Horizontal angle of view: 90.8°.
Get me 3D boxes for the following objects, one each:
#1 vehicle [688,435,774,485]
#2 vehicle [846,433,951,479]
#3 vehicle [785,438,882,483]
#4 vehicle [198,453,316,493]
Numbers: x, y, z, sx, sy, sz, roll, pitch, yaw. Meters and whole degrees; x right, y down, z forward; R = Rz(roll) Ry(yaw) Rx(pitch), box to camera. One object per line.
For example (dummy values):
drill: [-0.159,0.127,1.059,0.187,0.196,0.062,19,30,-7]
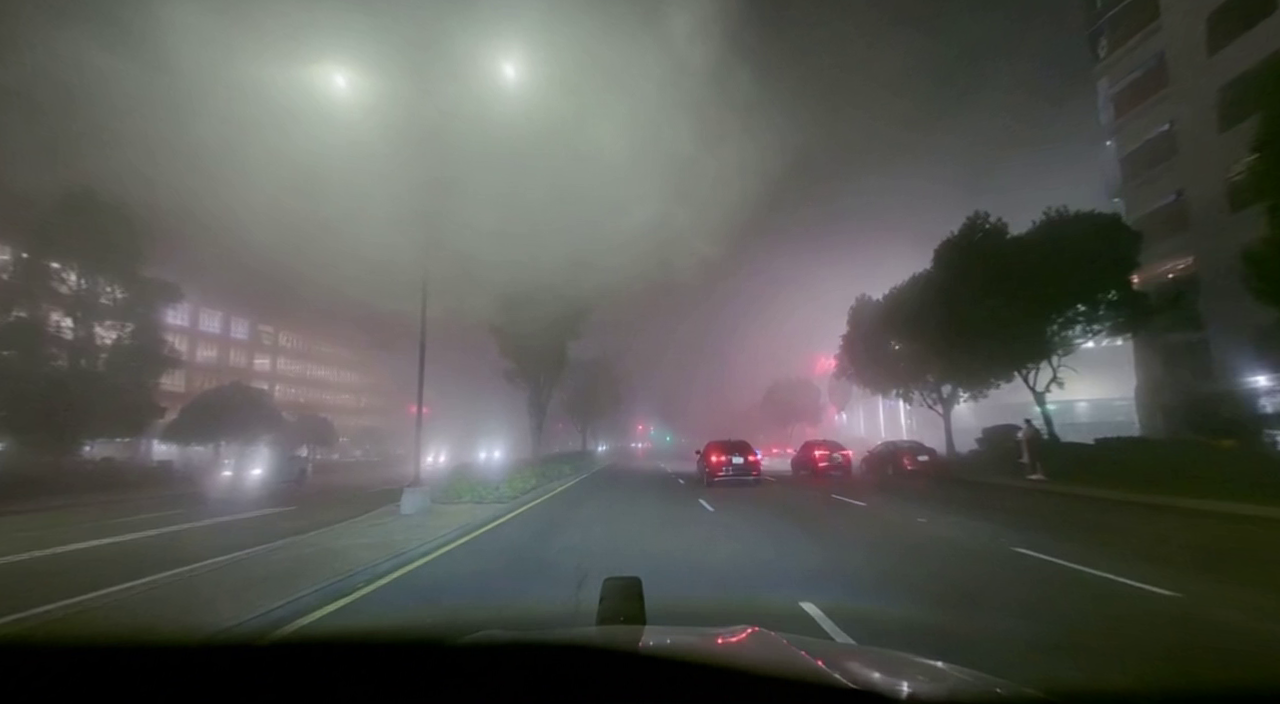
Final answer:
vehicle: [2.909,3.601,21.341,2.131,1.491,4.496,0,-8,-2]
vehicle: [9.776,3.978,24.424,1.952,1.574,5.052,0,-8,0]
vehicle: [6.615,3.745,22.161,1.912,1.411,4.380,0,-8,-2]
vehicle: [-16.230,5.127,27.151,2.001,1.471,4.836,0,-8,1]
